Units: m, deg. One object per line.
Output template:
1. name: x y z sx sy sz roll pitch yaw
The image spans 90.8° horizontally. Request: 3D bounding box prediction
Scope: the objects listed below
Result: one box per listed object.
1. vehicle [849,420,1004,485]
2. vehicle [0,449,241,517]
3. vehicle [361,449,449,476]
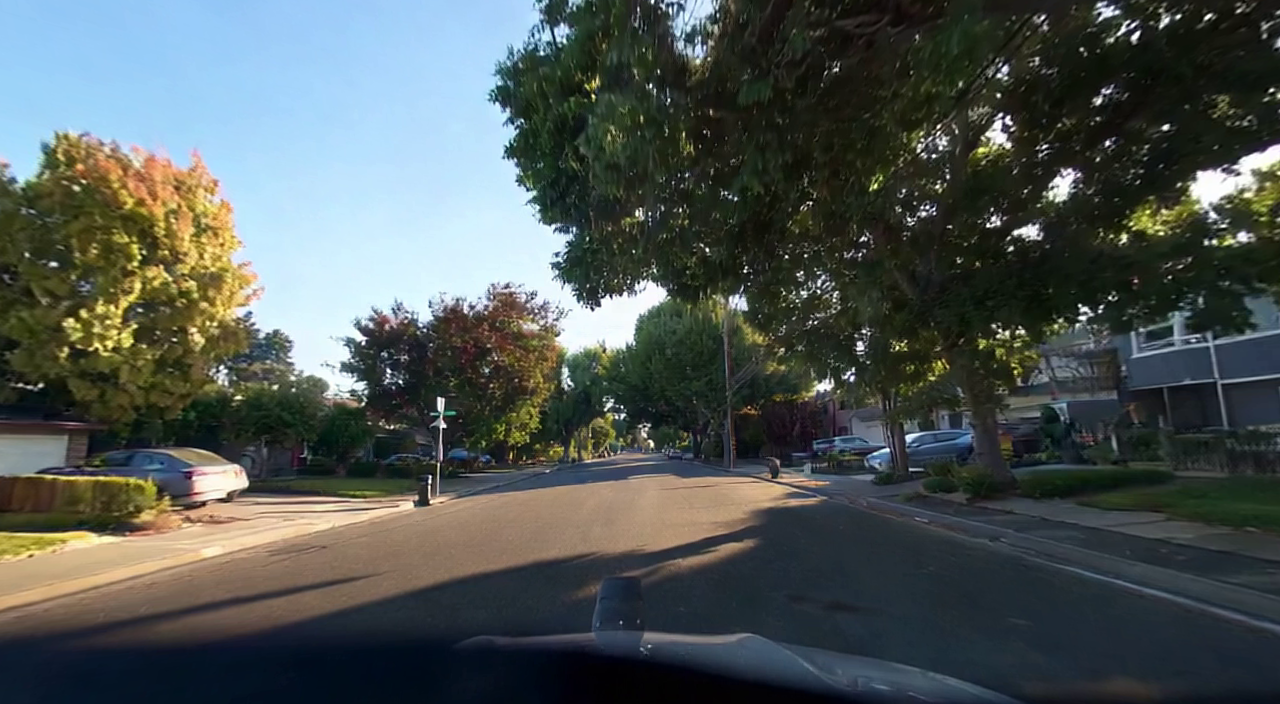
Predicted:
1. vehicle: 10.565 3.730 23.549 4.697 1.604 1.838 -8 -8 -2
2. vehicle: -12.706 3.169 15.605 4.406 1.539 1.912 0 -9 2
3. vehicle: -13.722 6.409 36.906 4.477 1.449 1.922 5 -10 -30
